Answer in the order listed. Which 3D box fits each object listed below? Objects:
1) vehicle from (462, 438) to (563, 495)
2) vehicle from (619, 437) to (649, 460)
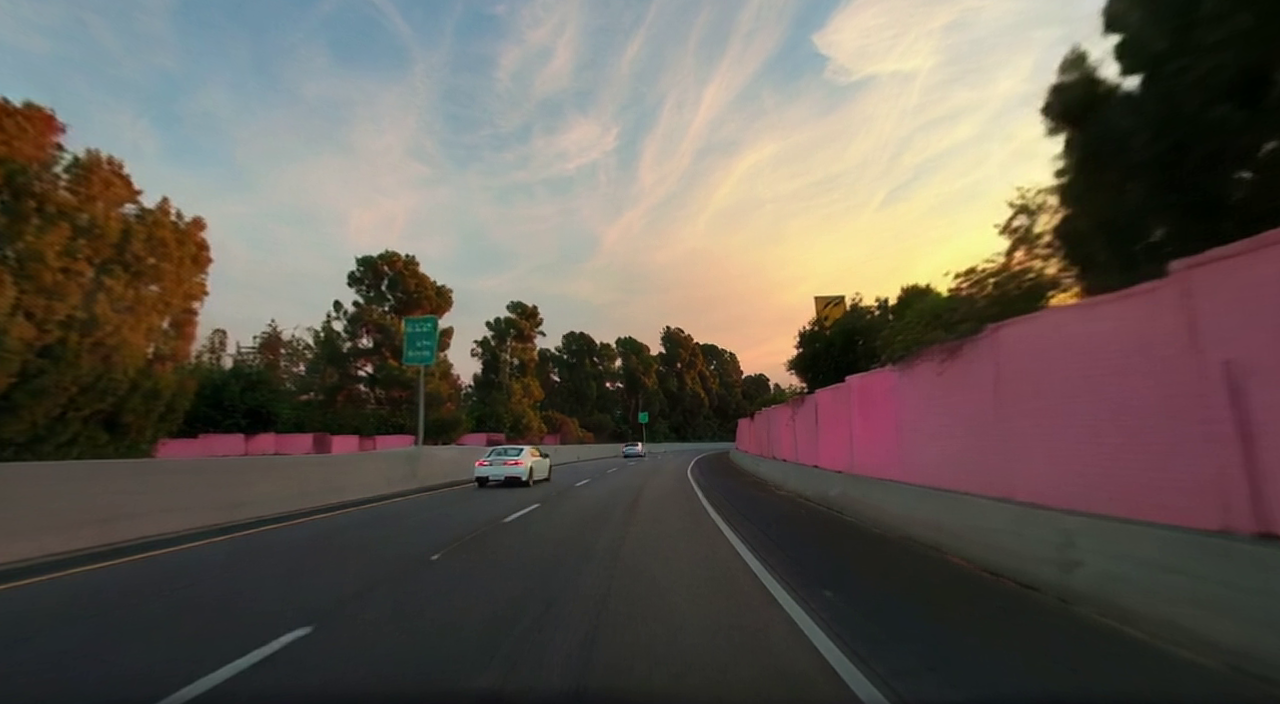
[{"bbox_3d":[-3.490,3.209,18.089,1.746,1.405,4.339,0,-9,3],"label":"vehicle"},{"bbox_3d":[-0.443,7.575,49.733,1.833,1.697,3.984,-1,-9,7],"label":"vehicle"}]
